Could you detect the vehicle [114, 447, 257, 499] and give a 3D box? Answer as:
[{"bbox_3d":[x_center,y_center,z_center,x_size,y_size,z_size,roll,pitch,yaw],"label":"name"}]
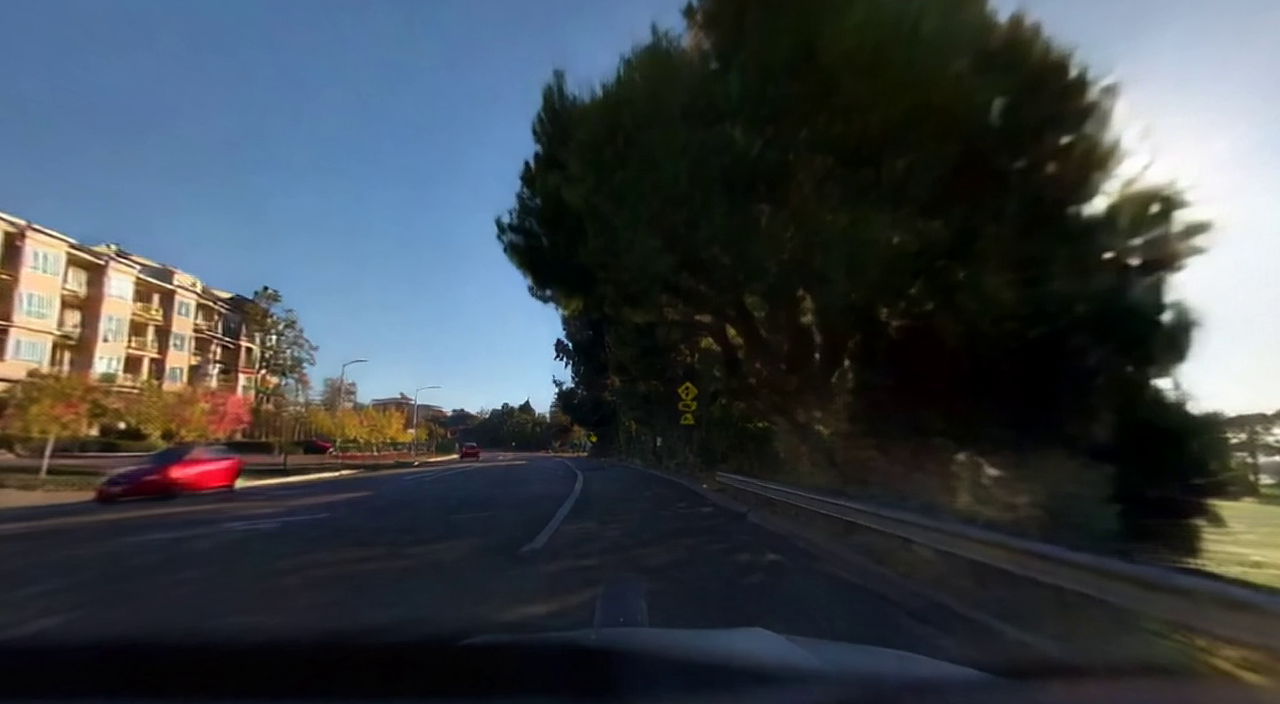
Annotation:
[{"bbox_3d":[-15.706,4.155,22.181,1.993,1.634,4.268,0,-9,-4],"label":"vehicle"}]
